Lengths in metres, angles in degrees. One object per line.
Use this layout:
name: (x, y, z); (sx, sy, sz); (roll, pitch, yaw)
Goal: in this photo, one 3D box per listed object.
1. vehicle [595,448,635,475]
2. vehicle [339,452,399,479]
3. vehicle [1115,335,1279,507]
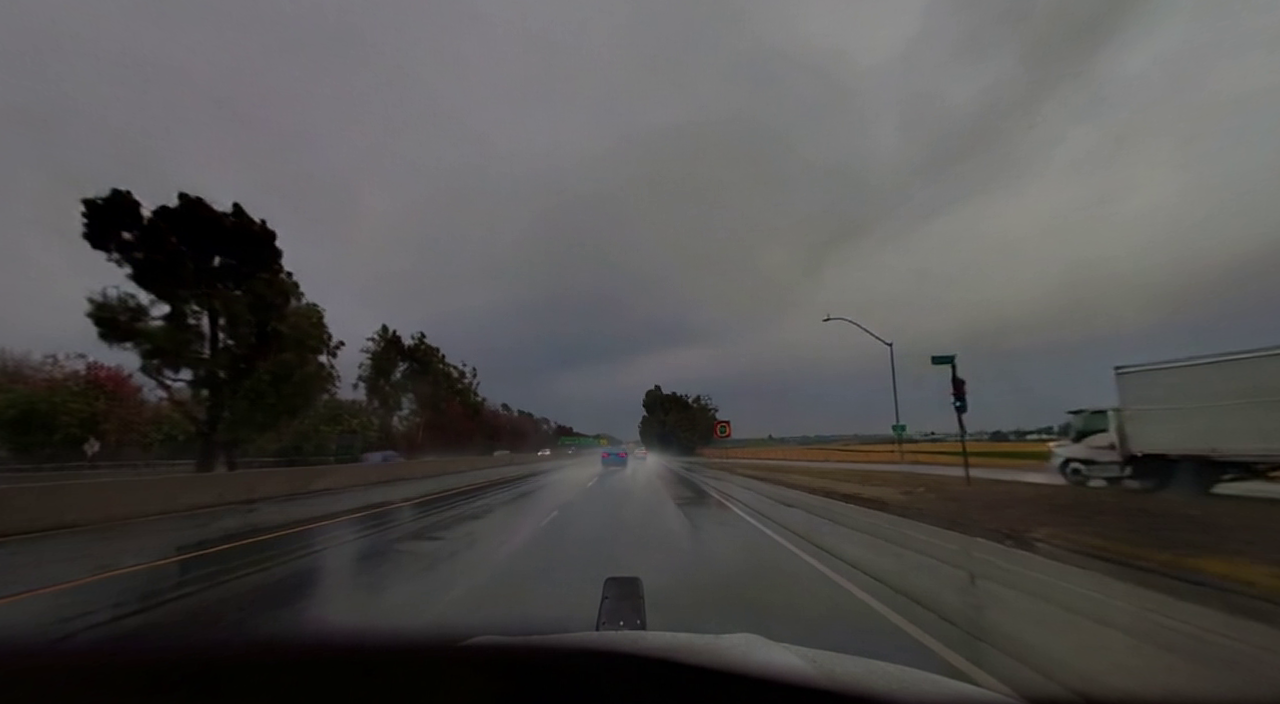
vehicle: (-1.423, 6.519, 37.803); (2.170, 1.451, 4.584); (0, -9, 1)
vehicle: (-16.513, 6.907, 38.595); (1.859, 1.478, 3.995); (0, -9, 0)
vehicle: (17.734, 1.139, 12.483); (2.859, 4.163, 14.784); (-2, -8, -11)
